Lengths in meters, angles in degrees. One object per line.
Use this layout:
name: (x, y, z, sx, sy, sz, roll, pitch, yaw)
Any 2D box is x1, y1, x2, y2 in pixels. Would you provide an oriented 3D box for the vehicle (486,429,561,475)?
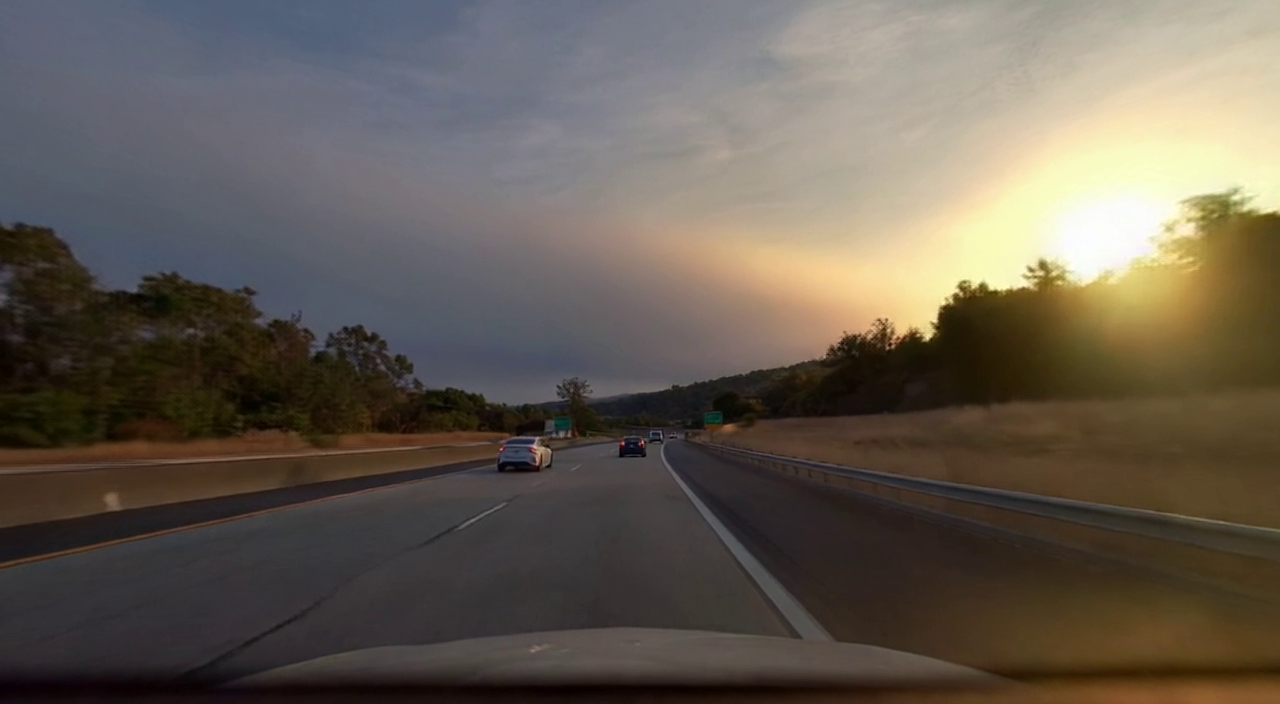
vehicle: (-4.550, 3.987, 25.259, 2.075, 1.653, 4.317, -1, -8, 1)

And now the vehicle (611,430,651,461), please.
vehicle: (-0.493, 5.407, 36.361, 2.146, 1.636, 4.026, -1, -8, 0)
